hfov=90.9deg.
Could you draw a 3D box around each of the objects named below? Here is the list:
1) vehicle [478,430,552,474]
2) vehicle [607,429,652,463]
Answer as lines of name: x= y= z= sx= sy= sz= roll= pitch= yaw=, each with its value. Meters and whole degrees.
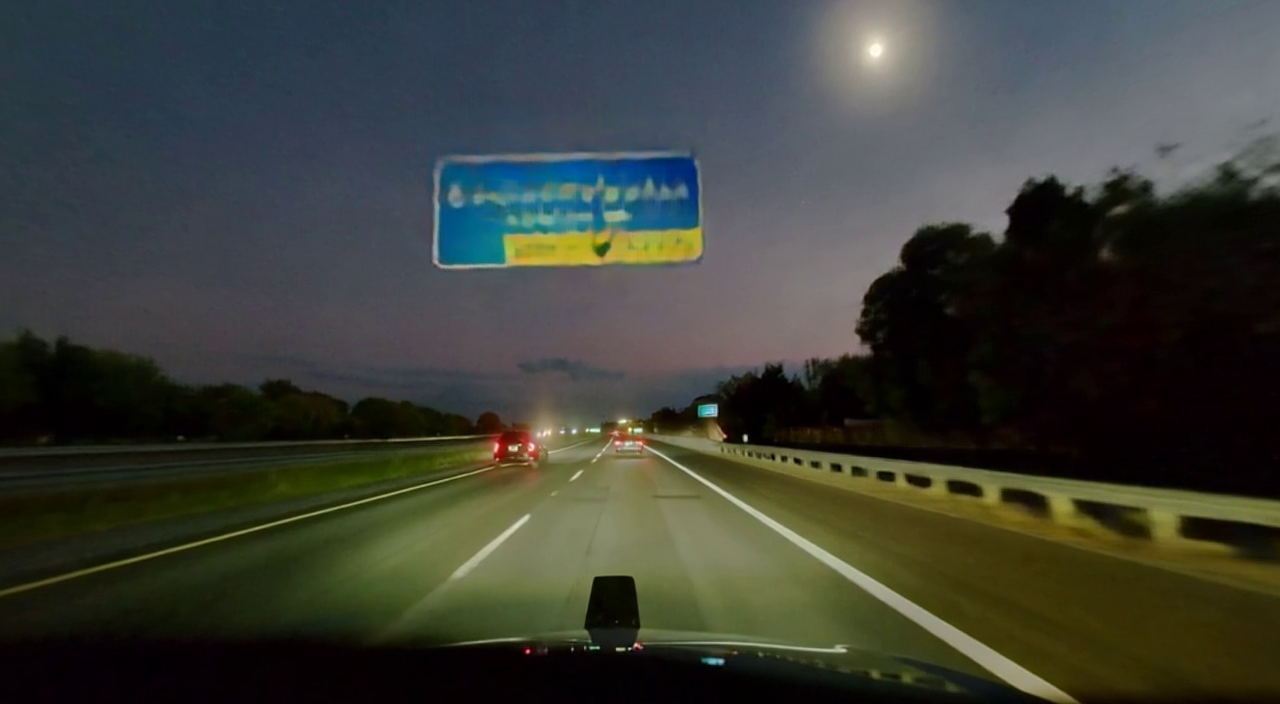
vehicle: x=-4.589 y=3.726 z=23.800 sx=1.975 sy=1.518 sz=4.242 roll=0 pitch=-8 yaw=-1
vehicle: x=-0.564 y=4.843 z=32.594 sx=2.162 sy=1.616 sz=4.242 roll=0 pitch=-8 yaw=-1
